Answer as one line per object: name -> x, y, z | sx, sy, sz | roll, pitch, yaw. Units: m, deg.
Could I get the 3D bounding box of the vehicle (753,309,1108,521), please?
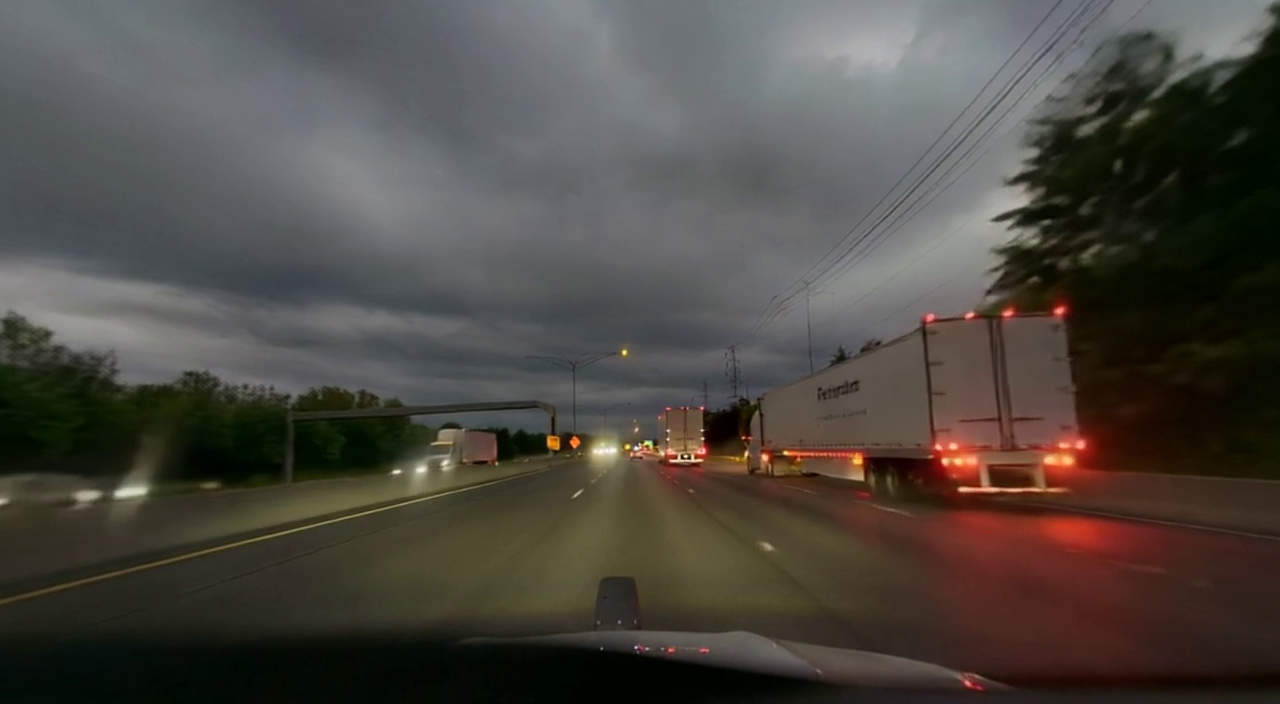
vehicle -> 7.200, 2.512, 20.973 | 3.400, 4.134, 17.388 | 0, -9, -1

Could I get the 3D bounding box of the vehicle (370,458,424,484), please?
vehicle -> -15.362, 7.541, 39.940 | 1.767, 1.462, 4.313 | 0, -9, -1
